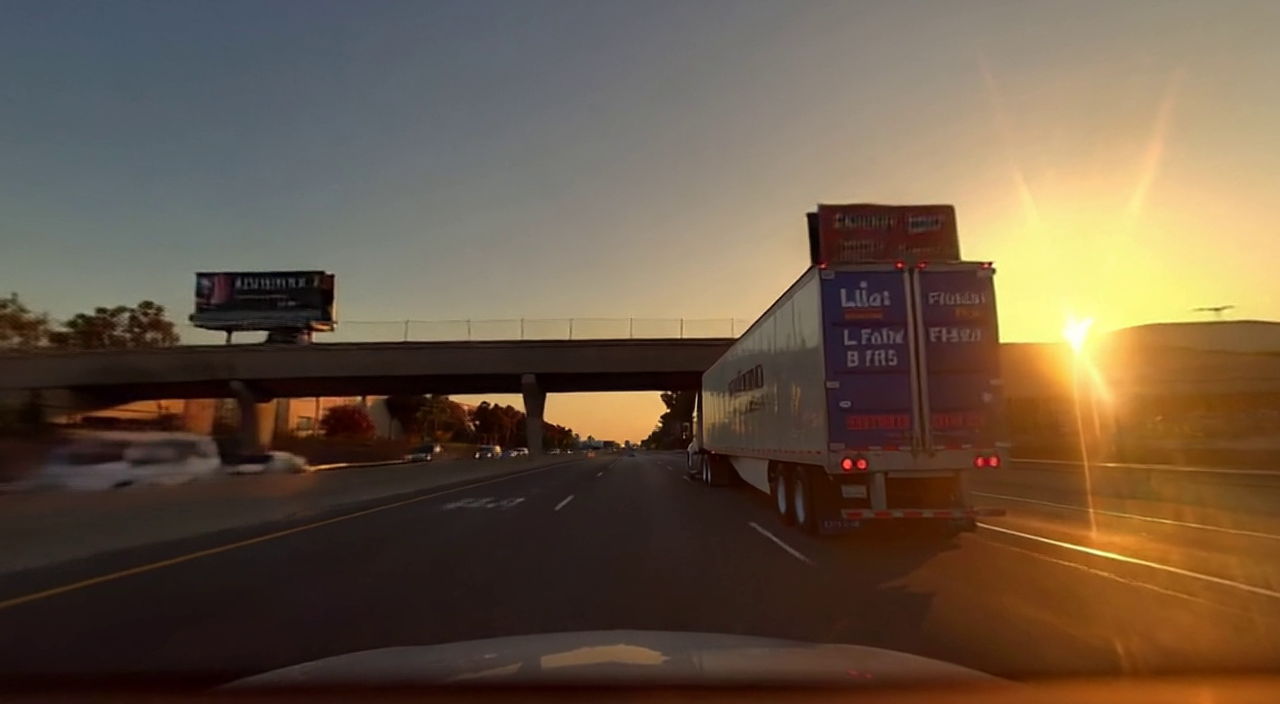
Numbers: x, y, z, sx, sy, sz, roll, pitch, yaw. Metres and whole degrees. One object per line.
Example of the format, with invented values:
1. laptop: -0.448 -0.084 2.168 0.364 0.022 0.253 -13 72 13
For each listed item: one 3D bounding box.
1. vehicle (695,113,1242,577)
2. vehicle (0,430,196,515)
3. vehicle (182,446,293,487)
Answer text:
1. vehicle: 3.691 1.097 14.391 2.891 4.387 17.121 0 -9 -2
2. vehicle: -10.431 2.222 12.008 1.545 1.371 3.313 0 -9 0
3. vehicle: -14.928 4.233 23.695 1.759 1.389 3.638 0 -9 0
